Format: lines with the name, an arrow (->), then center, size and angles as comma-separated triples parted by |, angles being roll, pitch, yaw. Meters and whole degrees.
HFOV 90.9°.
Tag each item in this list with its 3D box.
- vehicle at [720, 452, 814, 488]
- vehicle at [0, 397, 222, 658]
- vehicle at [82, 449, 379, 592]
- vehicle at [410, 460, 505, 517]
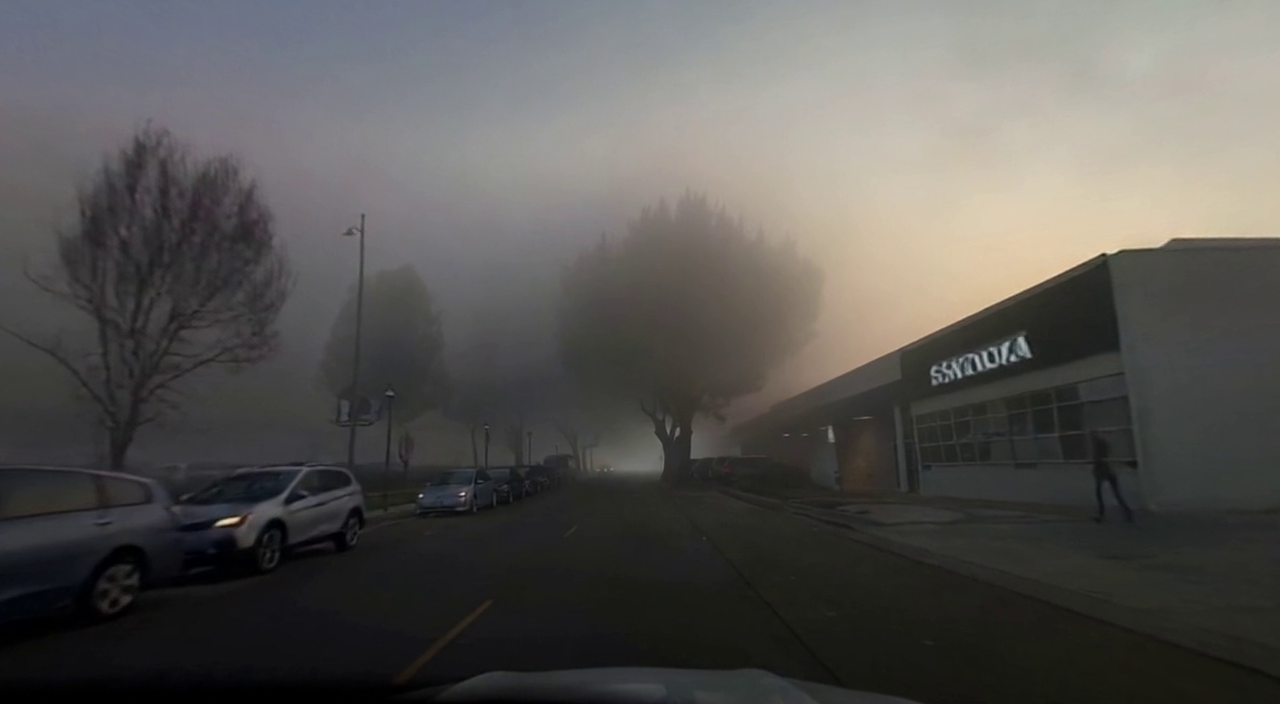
vehicle -> 6.252, 5.859, 31.348 | 4.193, 1.665, 1.924 | 1, -11, -2
vehicle -> -5.997, 1.385, 5.026 | 1.990, 2.011, 4.765 | 1, -11, 0
vehicle -> -5.873, 2.446, 9.821 | 1.777, 1.687, 4.116 | 1, -11, 0
vehicle -> -5.889, 4.464, 20.916 | 1.832, 1.623, 4.424 | 1, -11, 0
